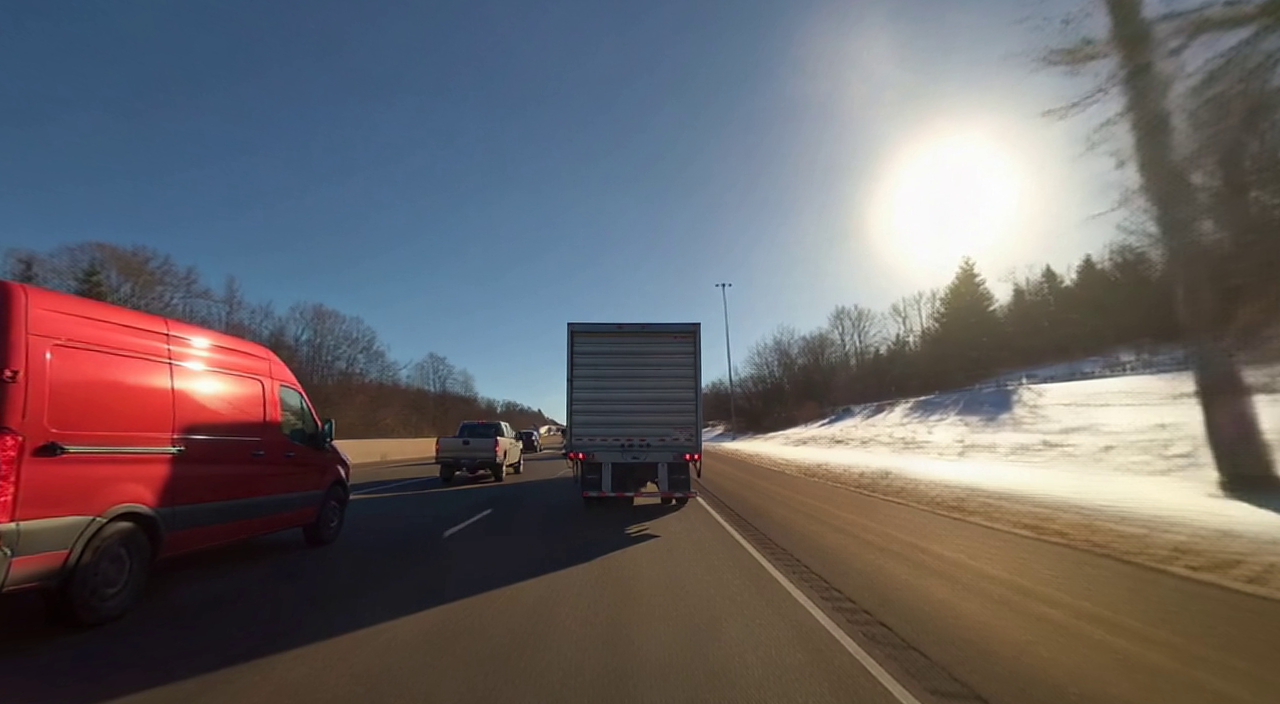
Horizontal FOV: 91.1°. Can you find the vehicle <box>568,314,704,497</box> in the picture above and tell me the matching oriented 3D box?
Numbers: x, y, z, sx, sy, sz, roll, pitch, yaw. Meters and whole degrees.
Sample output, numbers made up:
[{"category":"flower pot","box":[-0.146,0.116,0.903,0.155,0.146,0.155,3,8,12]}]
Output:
[{"category":"vehicle","box":[-0.213,1.820,18.882,2.953,4.041,10.072,0,-8,-1]}]

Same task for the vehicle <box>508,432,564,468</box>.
[{"category":"vehicle","box":[-4.856,4.617,29.948,1.931,1.539,4.441,0,-8,0]}]

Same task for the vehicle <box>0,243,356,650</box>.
[{"category":"vehicle","box":[-5.249,0.878,6.055,2.478,2.515,5.438,0,-8,-1]}]

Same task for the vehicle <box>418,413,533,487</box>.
[{"category":"vehicle","box":[-4.860,2.983,19.447,2.168,1.985,4.952,0,-8,0]}]
